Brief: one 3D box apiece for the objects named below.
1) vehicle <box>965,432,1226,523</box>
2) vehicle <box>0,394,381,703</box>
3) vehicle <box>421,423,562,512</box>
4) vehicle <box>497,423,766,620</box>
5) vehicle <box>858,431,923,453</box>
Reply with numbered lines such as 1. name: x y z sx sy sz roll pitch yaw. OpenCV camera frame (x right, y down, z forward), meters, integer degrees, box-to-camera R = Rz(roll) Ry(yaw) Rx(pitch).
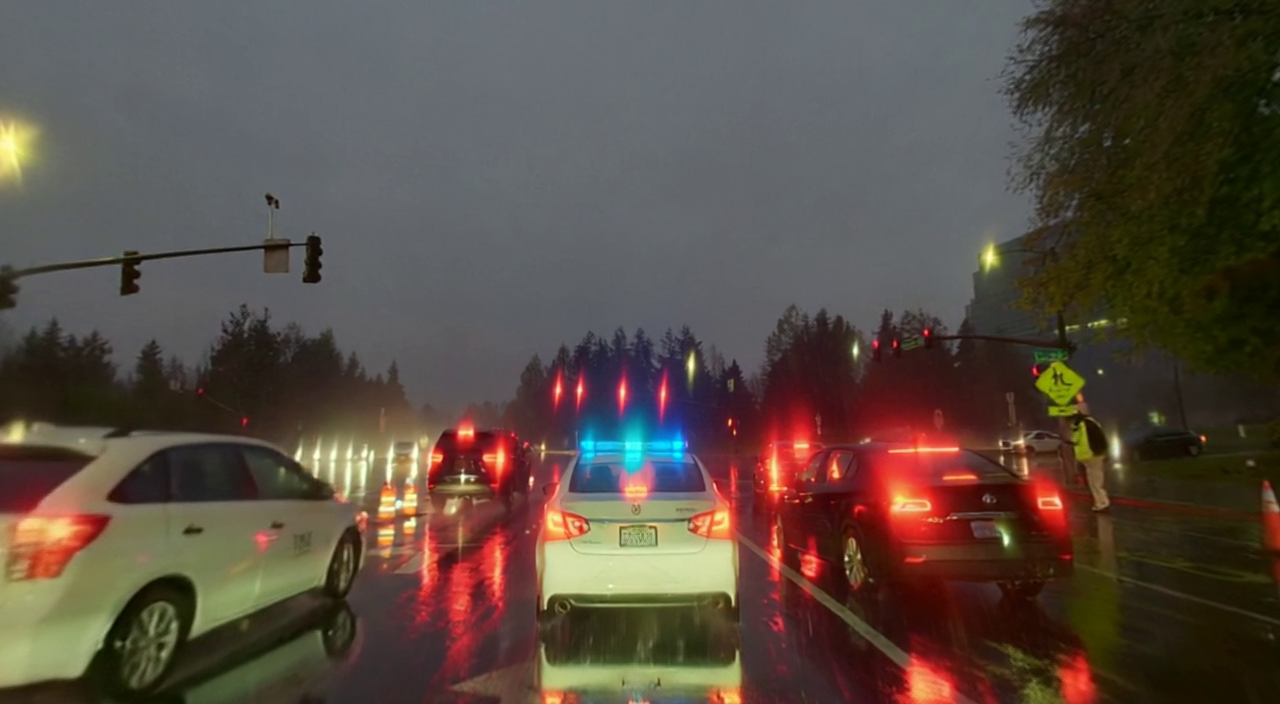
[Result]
1. vehicle: 9.341 2.582 13.581 1.957 1.576 4.670 0 -9 -3
2. vehicle: -3.642 1.226 4.497 1.863 1.526 4.006 0 -9 0
3. vehicle: -3.318 2.707 15.210 2.096 1.789 4.719 0 -9 2
4. vehicle: -0.122 1.625 7.067 2.061 1.486 4.332 0 -8 -2
5. vehicle: 19.711 7.116 49.629 4.211 1.659 1.983 0 -9 -2
